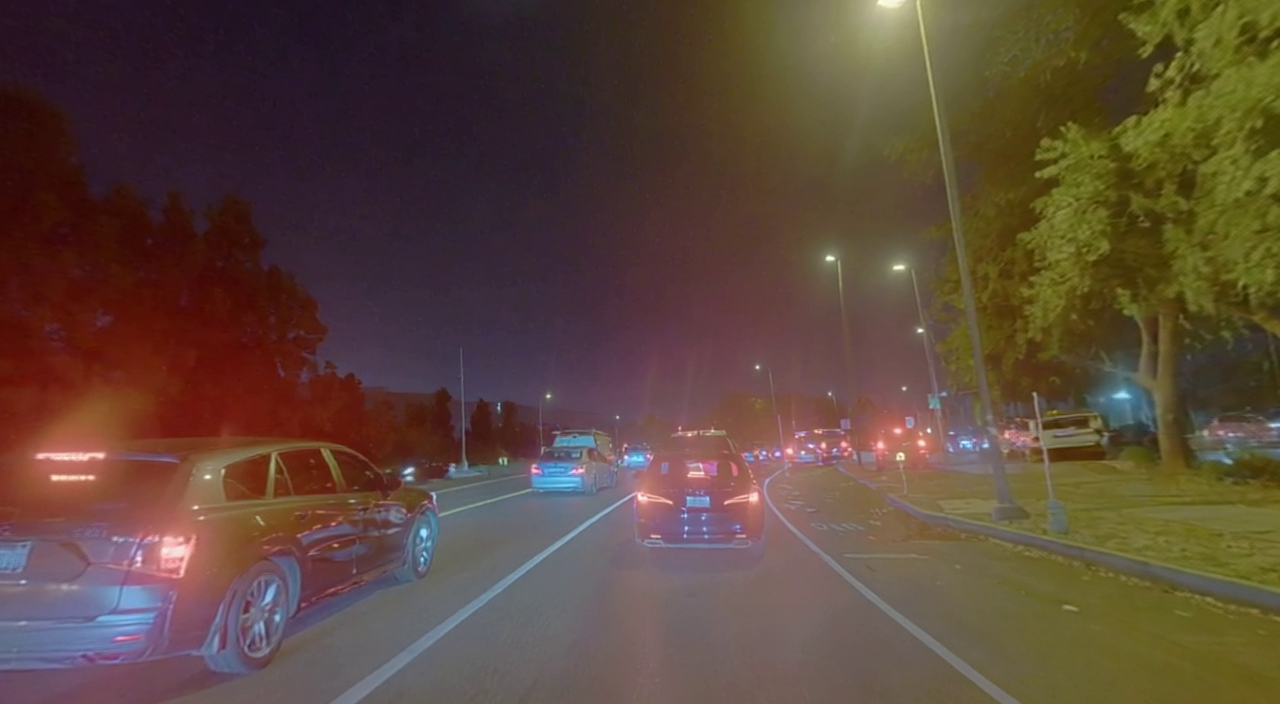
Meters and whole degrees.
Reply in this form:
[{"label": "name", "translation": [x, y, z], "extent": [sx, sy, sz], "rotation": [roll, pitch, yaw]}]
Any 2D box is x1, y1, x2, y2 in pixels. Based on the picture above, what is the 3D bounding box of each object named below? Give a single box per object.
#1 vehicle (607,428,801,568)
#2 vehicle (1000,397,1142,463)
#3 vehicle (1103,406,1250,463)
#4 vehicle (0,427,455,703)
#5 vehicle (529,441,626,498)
[{"label": "vehicle", "translation": [0.868, 1.938, 9.154], "extent": [2.142, 1.528, 4.133], "rotation": [-1, -9, 5]}, {"label": "vehicle", "translation": [14.218, 2.689, 21.191], "extent": [2.288, 1.933, 4.612], "rotation": [-2, -9, 13]}, {"label": "vehicle", "translation": [17.307, 2.725, 20.608], "extent": [1.803, 1.518, 3.893], "rotation": [-7, -9, 10]}, {"label": "vehicle", "translation": [-3.208, 1.437, 5.106], "extent": [1.940, 1.502, 4.241], "rotation": [-1, -9, 3]}, {"label": "vehicle", "translation": [-1.742, 3.483, 19.070], "extent": [1.870, 1.490, 4.187], "rotation": [-2, -9, 9]}]
